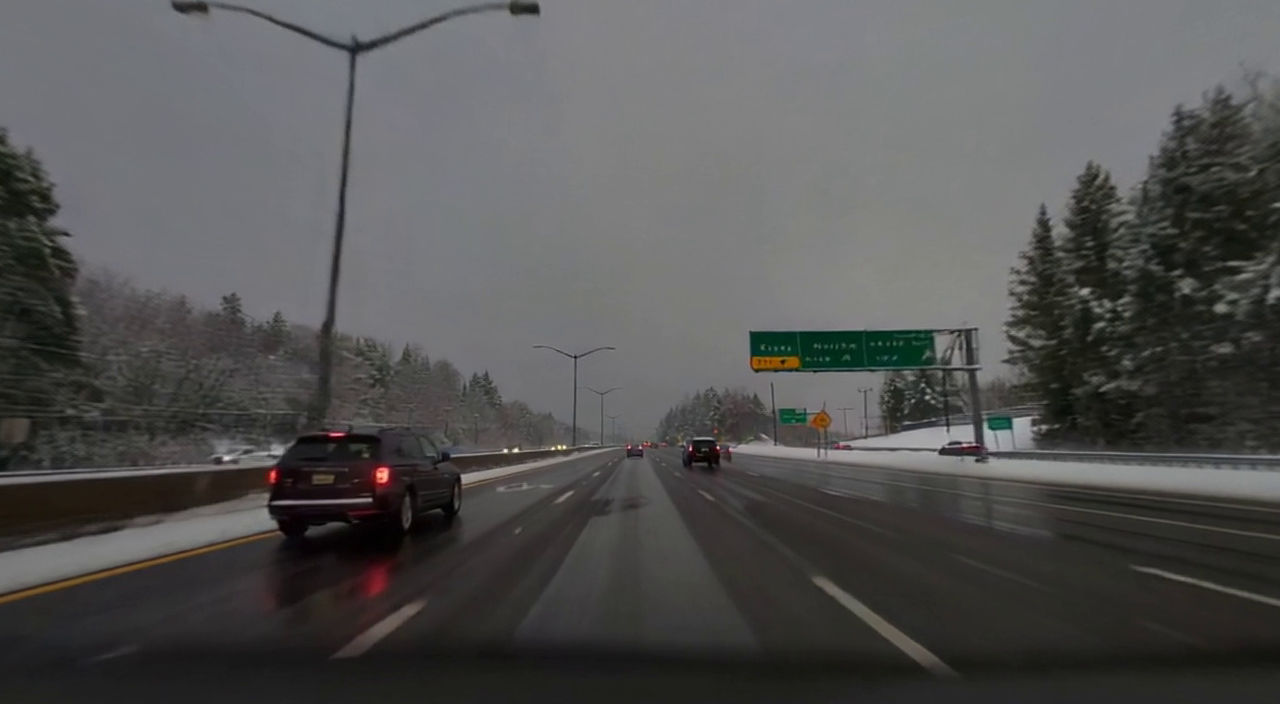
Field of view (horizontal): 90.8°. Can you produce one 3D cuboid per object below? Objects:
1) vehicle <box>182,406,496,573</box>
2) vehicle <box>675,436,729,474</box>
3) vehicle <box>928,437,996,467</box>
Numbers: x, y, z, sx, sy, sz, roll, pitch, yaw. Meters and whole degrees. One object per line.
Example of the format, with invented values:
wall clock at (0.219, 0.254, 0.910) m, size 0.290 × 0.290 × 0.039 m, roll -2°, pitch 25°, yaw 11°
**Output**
vehicle at (-3.600, 1.736, 8.795) m, size 2.099 × 1.682 × 4.590 m, roll 0°, pitch -8°, yaw 0°
vehicle at (2.813, 4.775, 29.544) m, size 1.997 × 1.638 × 4.281 m, roll 0°, pitch -8°, yaw -1°
vehicle at (20.857, 6.470, 41.135) m, size 2.070 × 1.782 × 5.006 m, roll -1°, pitch -8°, yaw 4°
